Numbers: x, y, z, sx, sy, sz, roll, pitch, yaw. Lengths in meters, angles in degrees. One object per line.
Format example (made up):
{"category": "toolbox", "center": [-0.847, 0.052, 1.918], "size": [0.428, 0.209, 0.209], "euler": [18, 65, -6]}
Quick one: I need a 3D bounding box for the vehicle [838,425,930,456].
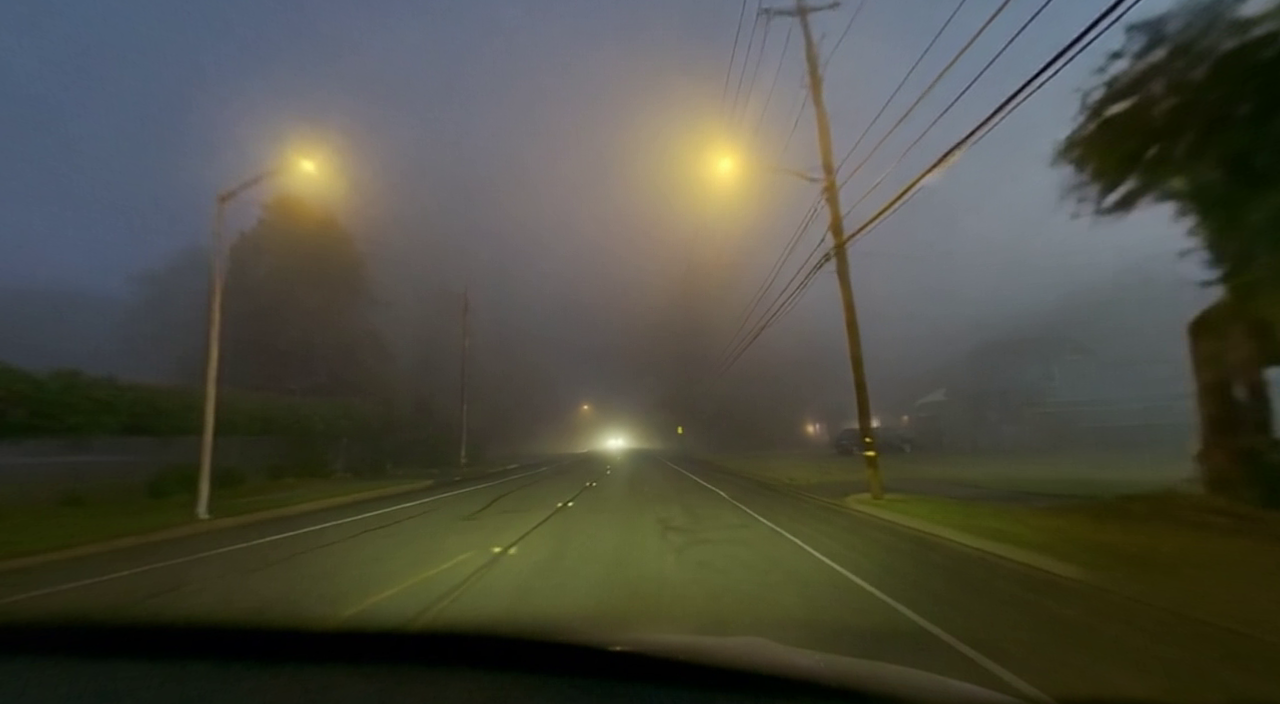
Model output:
{"category": "vehicle", "center": [14.254, 5.187, 36.953], "size": [4.512, 1.701, 2.017], "euler": [0, -8, -2]}
